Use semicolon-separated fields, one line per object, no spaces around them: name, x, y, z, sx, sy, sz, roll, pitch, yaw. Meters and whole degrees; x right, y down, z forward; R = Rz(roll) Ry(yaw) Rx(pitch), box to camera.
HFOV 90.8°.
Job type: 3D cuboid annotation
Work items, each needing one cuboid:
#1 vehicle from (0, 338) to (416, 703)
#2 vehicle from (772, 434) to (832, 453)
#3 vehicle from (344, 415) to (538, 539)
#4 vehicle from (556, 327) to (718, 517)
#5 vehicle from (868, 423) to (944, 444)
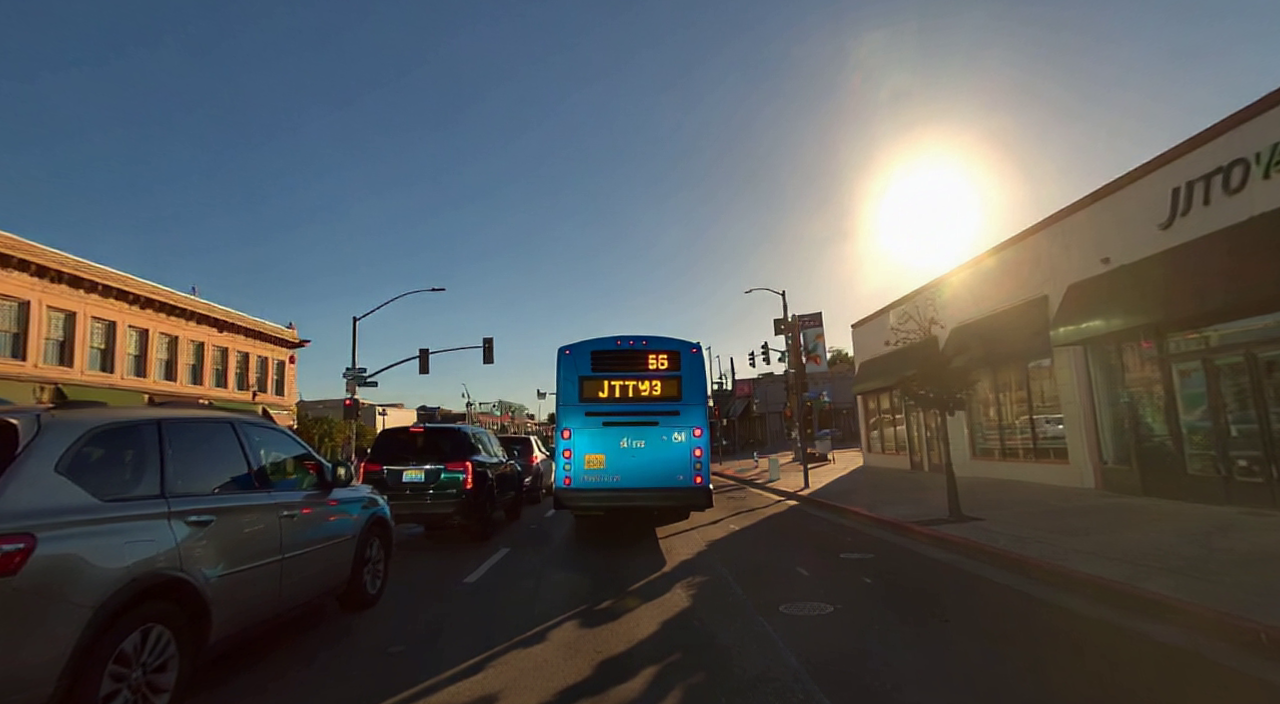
vehicle;-3.219;1.093;3.970;2.020;1.725;4.384;0;-8;0
vehicle;11.944;6.742;46.662;3.949;1.337;1.738;0;-9;-2
vehicle;-3.342;2.207;11.792;2.096;1.828;4.669;0;-8;0
vehicle;-0.301;1.996;16.584;2.938;3.468;9.972;0;-9;-3
vehicle;19.824;6.116;47.204;4.827;1.555;1.863;1;-9;-6
